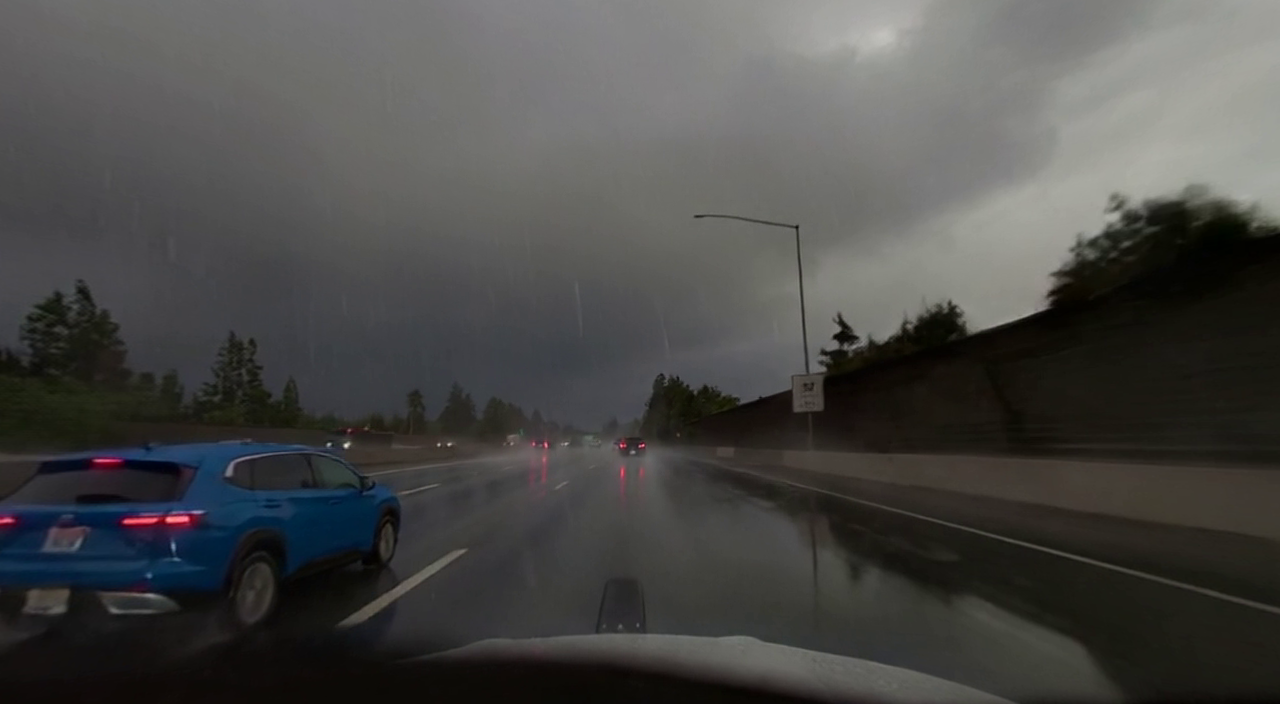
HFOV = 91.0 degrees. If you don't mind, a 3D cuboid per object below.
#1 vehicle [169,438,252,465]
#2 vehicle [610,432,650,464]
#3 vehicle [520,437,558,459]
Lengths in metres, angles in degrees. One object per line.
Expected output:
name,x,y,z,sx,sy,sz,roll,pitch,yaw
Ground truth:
vehicle,-28.907,6.704,42.605,2.074,1.703,4.952,0,-8,1
vehicle,-0.509,5.438,35.769,2.141,1.706,4.065,0,-8,0
vehicle,-7.516,7.159,47.130,2.019,1.523,4.396,0,-8,1
